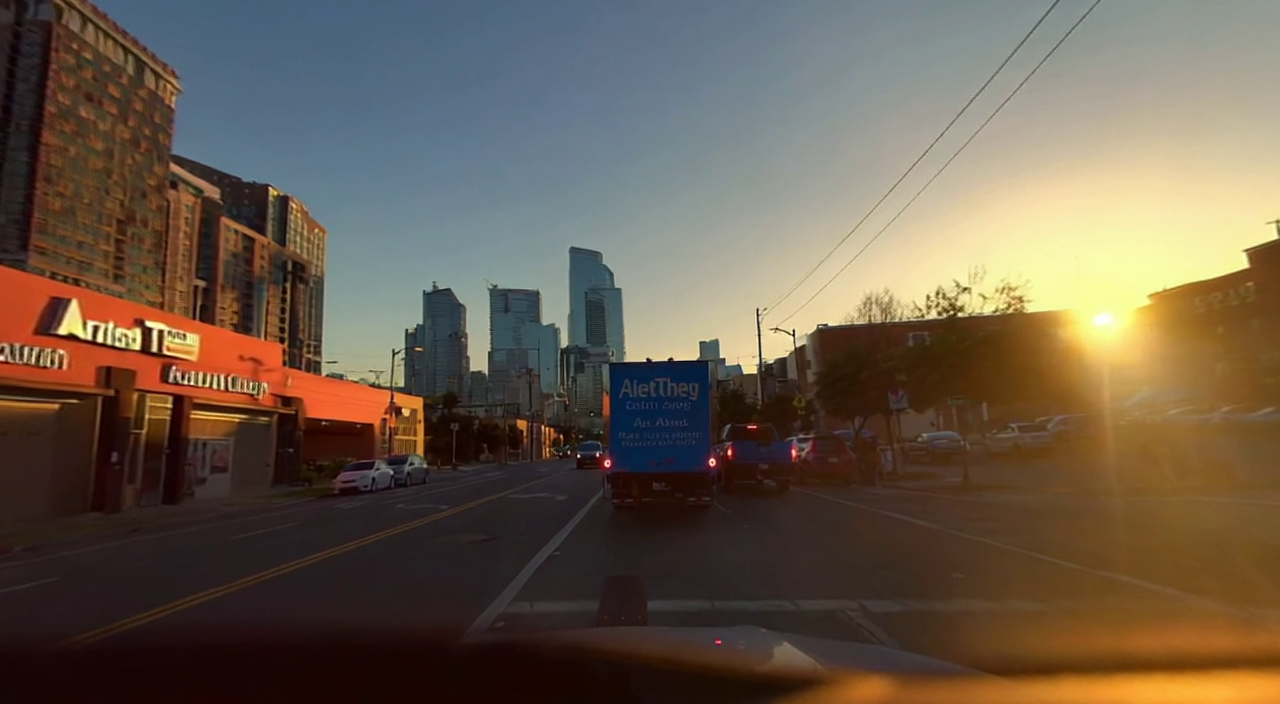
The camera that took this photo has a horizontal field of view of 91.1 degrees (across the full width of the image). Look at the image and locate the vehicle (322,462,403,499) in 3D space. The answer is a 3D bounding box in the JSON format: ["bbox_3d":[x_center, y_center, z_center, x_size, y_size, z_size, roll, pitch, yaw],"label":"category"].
[{"bbox_3d":[-13.284,6.141,30.362,1.901,1.508,4.405,0,-9,0],"label":"vehicle"}]

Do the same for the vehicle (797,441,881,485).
[{"bbox_3d":[7.751,4.359,24.908,1.951,1.548,4.290,0,-9,1],"label":"vehicle"}]

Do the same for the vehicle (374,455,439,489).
[{"bbox_3d":[-13.127,6.750,35.569,1.943,1.682,4.365,0,-9,0],"label":"vehicle"}]

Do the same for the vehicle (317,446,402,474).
[{"bbox_3d":[-21.638,8.312,48.538,5.475,2.011,2.269,-1,-8,6],"label":"vehicle"}]

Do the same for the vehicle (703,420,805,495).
[{"bbox_3d":[3.489,3.387,20.432,2.346,2.062,5.236,0,-9,0],"label":"vehicle"}]

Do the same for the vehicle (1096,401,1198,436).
[{"bbox_3d":[25.997,3.474,32.367,1.811,1.623,3.921,0,-9,-3],"label":"vehicle"}]

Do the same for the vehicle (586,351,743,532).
[{"bbox_3d":[0.290,1.904,13.365,2.517,2.926,6.177,0,-9,-2],"label":"vehicle"}]
